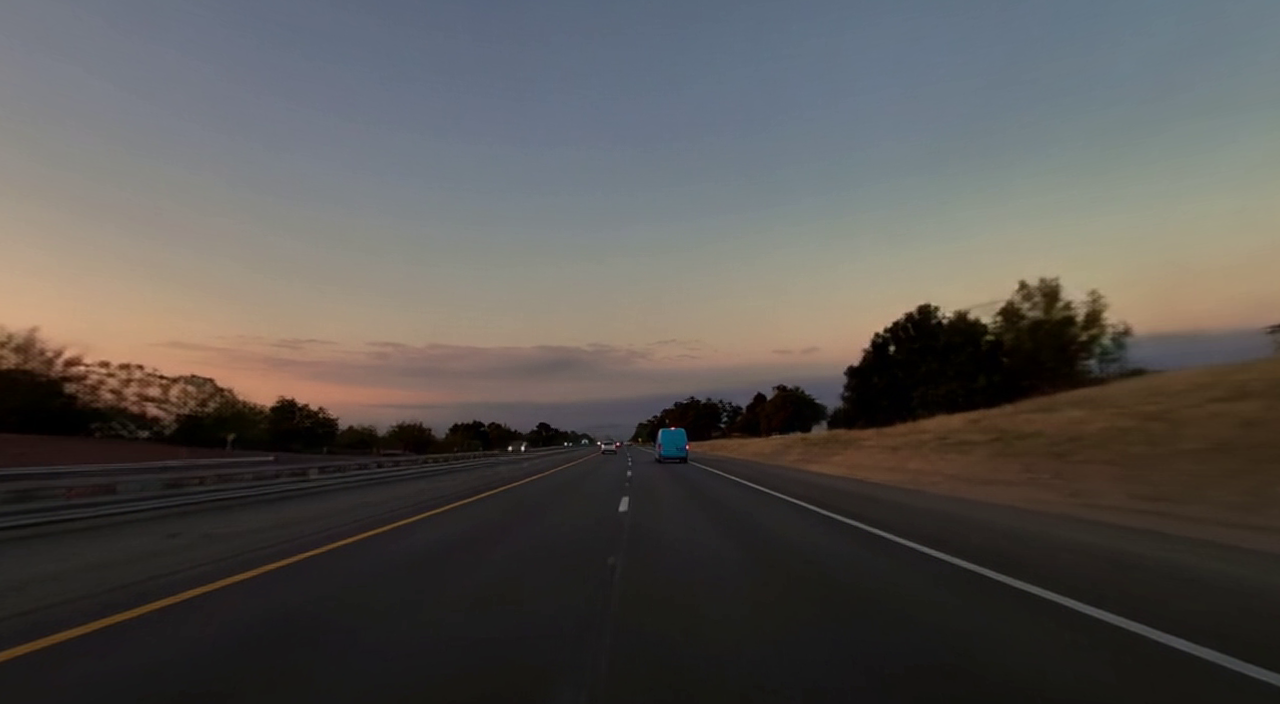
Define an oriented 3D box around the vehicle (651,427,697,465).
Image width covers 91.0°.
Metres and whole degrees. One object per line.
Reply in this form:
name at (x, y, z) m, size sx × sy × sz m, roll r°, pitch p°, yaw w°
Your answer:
vehicle at (1.939, 5.587, 37.479) m, size 2.269 × 2.048 × 4.679 m, roll 0°, pitch -8°, yaw -2°
